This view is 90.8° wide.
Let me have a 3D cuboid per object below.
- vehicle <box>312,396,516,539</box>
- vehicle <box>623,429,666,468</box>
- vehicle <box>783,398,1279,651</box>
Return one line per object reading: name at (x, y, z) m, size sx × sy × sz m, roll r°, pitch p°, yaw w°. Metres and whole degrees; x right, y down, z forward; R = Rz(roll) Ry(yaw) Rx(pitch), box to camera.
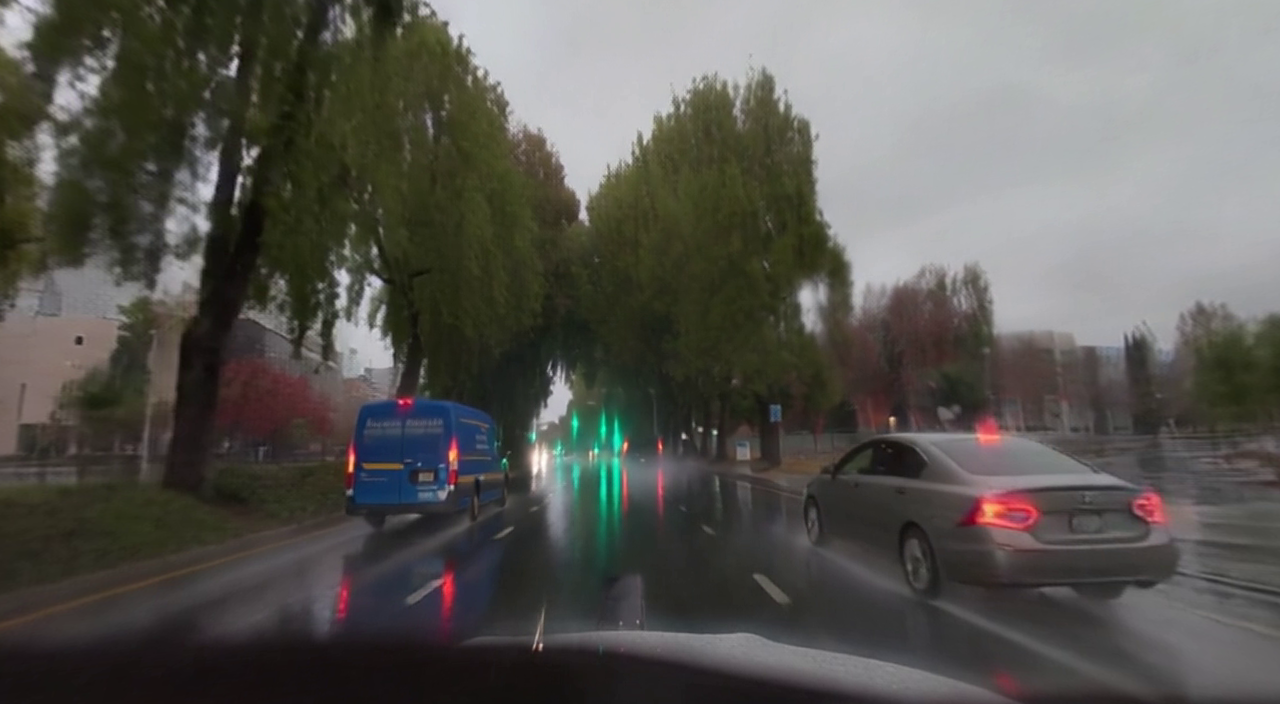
vehicle at (-3.982, 2.143, 12.250) m, size 2.420 × 2.227 × 4.499 m, roll 0°, pitch -9°, yaw -2°
vehicle at (0.219, 6.839, 44.738) m, size 2.397 × 2.566 × 5.324 m, roll 1°, pitch -9°, yaw -6°
vehicle at (3.172, 1.489, 6.586) m, size 2.087 × 1.658 × 4.612 m, roll 0°, pitch -9°, yaw -2°
